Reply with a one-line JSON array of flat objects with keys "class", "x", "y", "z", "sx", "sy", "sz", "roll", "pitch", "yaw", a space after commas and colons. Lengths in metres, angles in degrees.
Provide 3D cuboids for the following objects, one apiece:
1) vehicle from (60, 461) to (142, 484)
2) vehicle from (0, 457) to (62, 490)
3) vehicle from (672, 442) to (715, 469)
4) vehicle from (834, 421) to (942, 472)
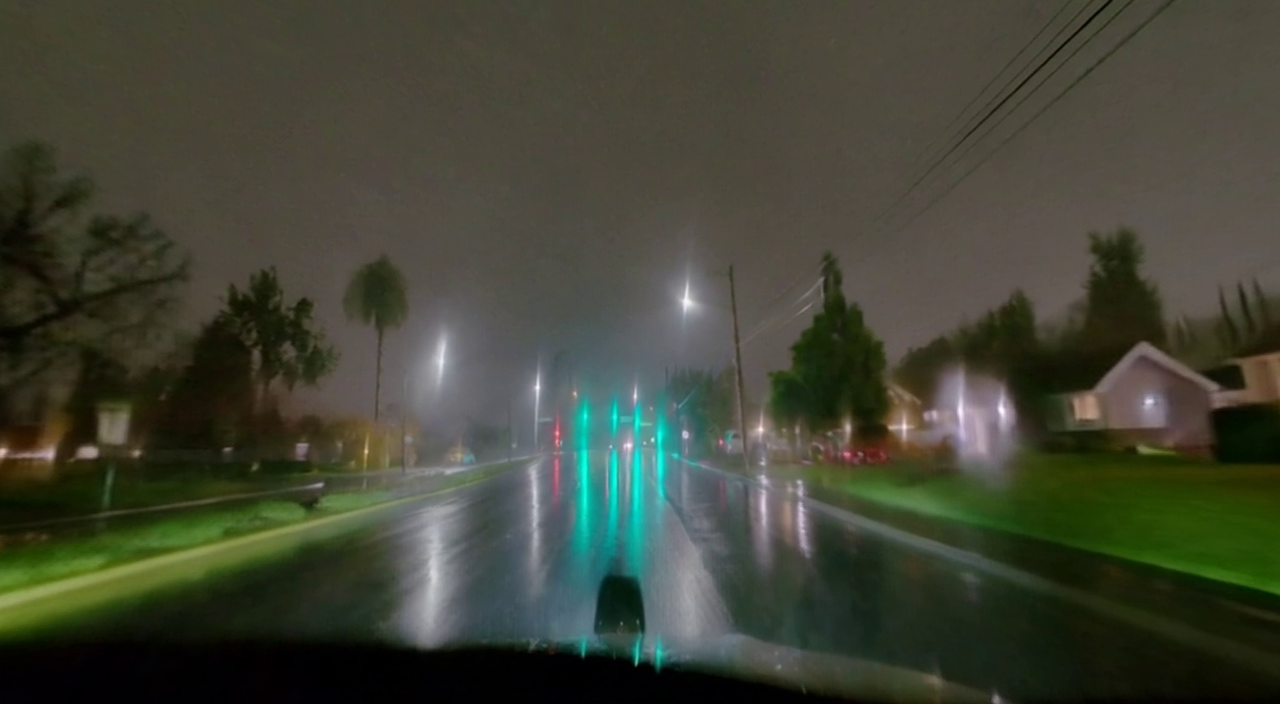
[{"class": "vehicle", "x": -41.388, "y": 9.260, "z": 48.571, "sx": 4.463, "sy": 1.651, "sz": 1.947, "roll": 0, "pitch": -8, "yaw": 0}, {"class": "vehicle", "x": -46.954, "y": 9.305, "z": 48.360, "sx": 3.032, "sy": 2.323, "sz": 2.110, "roll": 2, "pitch": -8, "yaw": -4}, {"class": "vehicle", "x": 3.133, "y": 6.185, "z": 38.047, "sx": 2.037, "sy": 1.518, "sz": 4.904, "roll": 0, "pitch": -8, "yaw": -2}, {"class": "vehicle", "x": 9.370, "y": 3.615, "z": 24.467, "sx": 1.971, "sy": 1.641, "sz": 5.191, "roll": -4, "pitch": -7, "yaw": -1}]
